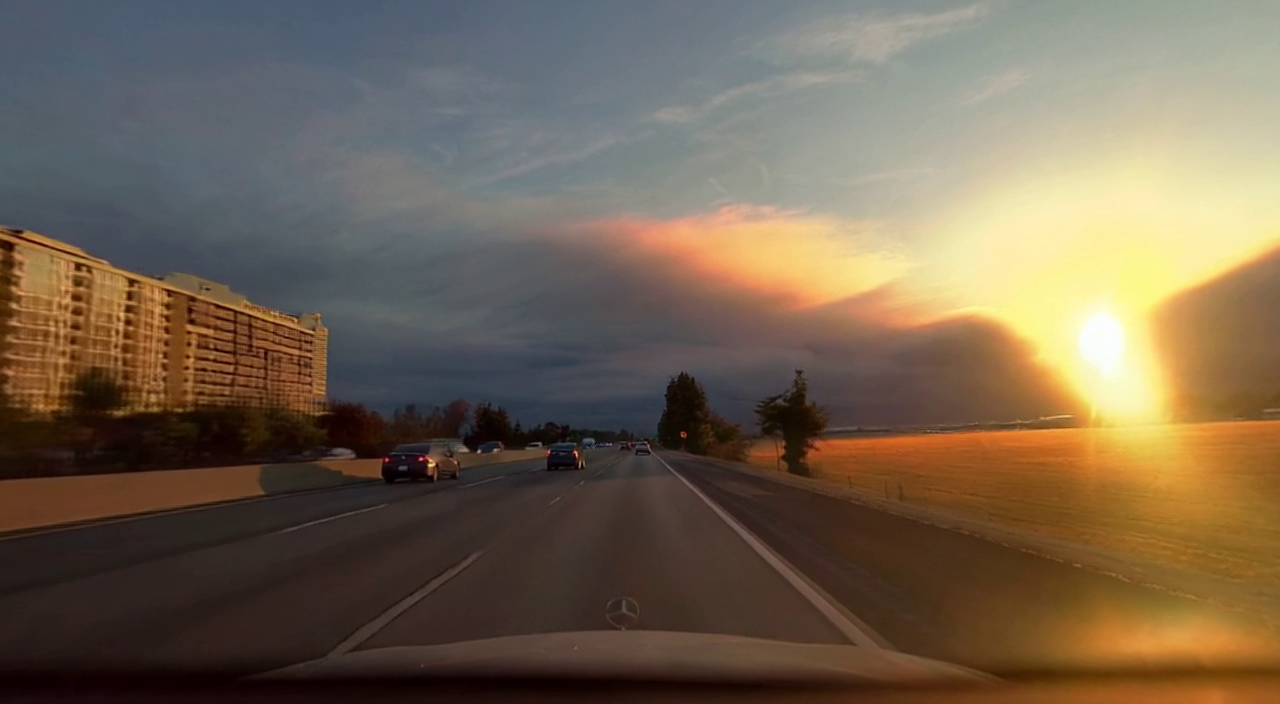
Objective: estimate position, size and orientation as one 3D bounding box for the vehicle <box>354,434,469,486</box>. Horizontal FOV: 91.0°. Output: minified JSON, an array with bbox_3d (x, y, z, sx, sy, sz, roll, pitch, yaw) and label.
[{"bbox_3d":[-7.470,3.578,21.176,2.034,1.523,4.627,0,-8,1],"label":"vehicle"}]

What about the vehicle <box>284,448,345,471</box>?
[{"bbox_3d":[-22.825,7.531,44.383,1.831,1.515,4.496,0,-8,1],"label":"vehicle"}]

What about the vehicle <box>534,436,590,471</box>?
[{"bbox_3d":[-3.814,5.085,31.656,2.083,1.588,4.801,0,-8,1],"label":"vehicle"}]
